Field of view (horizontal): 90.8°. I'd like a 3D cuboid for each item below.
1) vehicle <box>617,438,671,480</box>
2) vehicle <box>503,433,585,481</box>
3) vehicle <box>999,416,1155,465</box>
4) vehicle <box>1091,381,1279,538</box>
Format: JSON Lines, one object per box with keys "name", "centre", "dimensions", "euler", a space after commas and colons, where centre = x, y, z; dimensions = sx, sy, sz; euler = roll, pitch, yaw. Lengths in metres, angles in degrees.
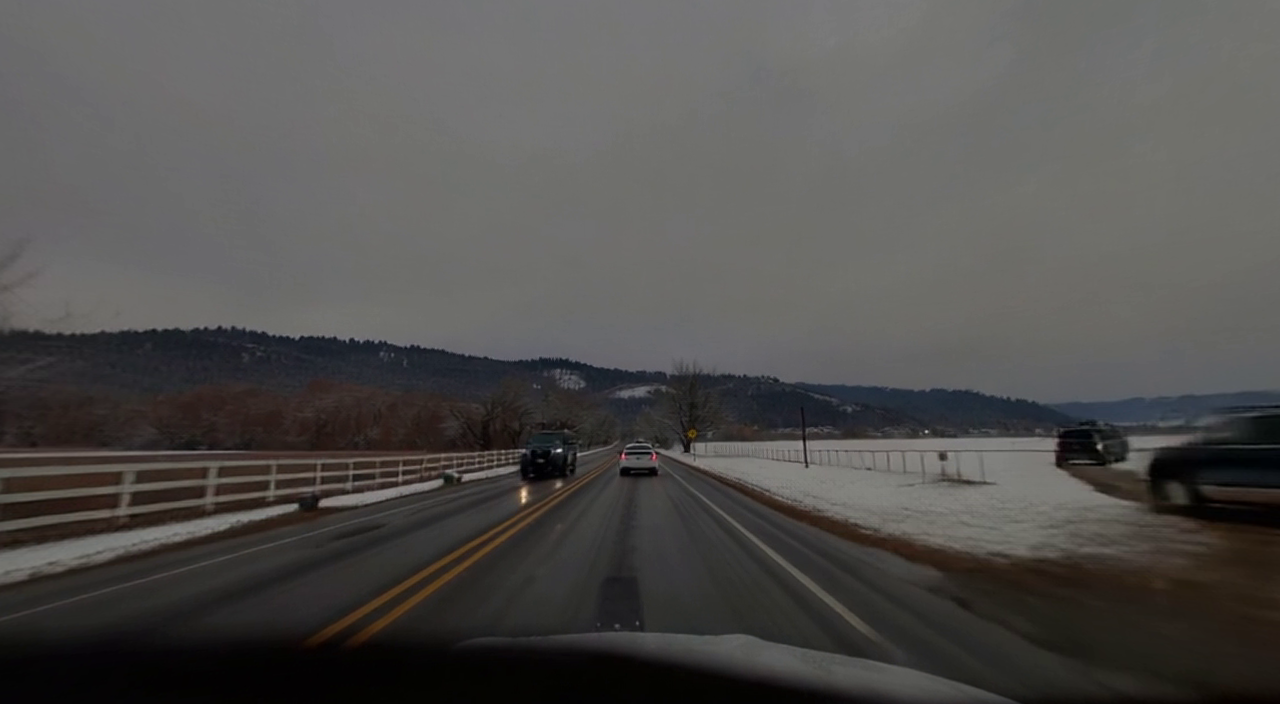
{"name": "vehicle", "centre": [0.154, 4.580, 27.230], "dimensions": [2.158, 1.669, 4.006], "euler": [0, -9, 0]}
{"name": "vehicle", "centre": [-4.559, 5.183, 31.516], "dimensions": [2.906, 2.116, 6.952], "euler": [0, -9, 1]}
{"name": "vehicle", "centre": [17.233, 3.578, 25.228], "dimensions": [1.943, 1.739, 4.668], "euler": [4, -10, -25]}
{"name": "vehicle", "centre": [9.310, 1.376, 8.081], "dimensions": [2.402, 1.965, 6.091], "euler": [0, -9, -2]}
